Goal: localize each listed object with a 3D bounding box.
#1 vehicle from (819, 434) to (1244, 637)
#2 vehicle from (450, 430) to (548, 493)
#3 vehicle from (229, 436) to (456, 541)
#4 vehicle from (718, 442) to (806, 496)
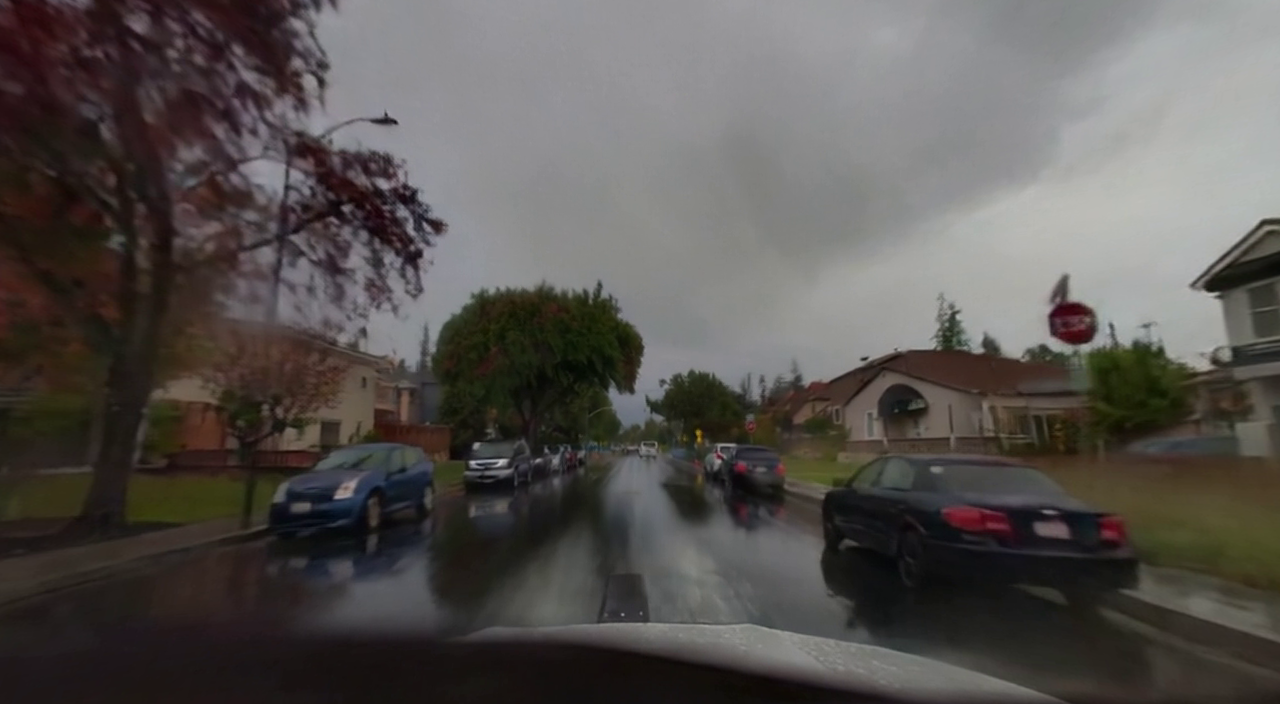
[{"bbox_3d":[3.614,1.736,7.083,1.871,1.514,4.553,0,-9,0],"label":"vehicle"},{"bbox_3d":[-4.713,3.742,21.807,2.162,1.857,4.758,2,-8,1],"label":"vehicle"},{"bbox_3d":[-5.213,2.404,11.879,1.872,1.515,4.535,1,-8,3],"label":"vehicle"},{"bbox_3d":[3.738,3.672,20.130,1.987,1.518,4.686,0,-9,2],"label":"vehicle"}]
